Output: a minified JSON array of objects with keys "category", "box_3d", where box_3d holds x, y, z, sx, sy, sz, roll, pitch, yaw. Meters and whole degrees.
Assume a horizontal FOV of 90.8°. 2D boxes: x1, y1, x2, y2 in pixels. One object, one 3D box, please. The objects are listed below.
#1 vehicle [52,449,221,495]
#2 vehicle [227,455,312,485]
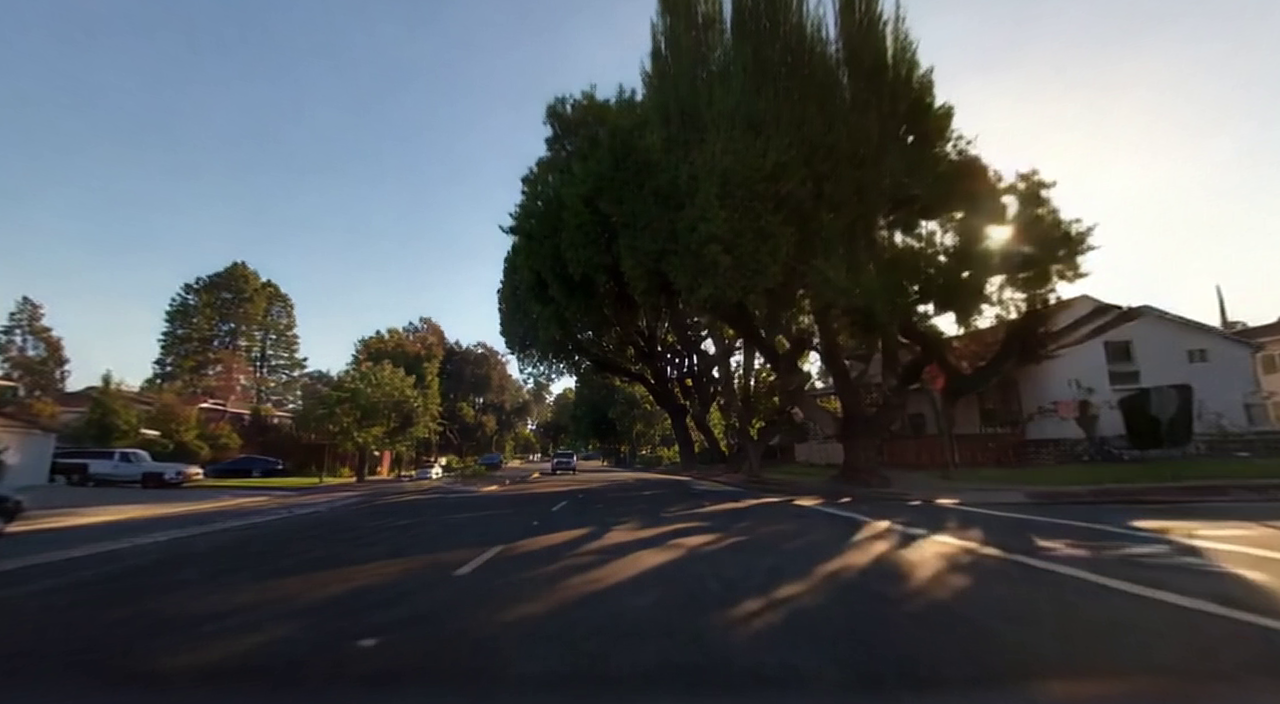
[{"category":"vehicle","box_3d":[-23.092,5.484,29.164,5.784,2.004,2.199,0,-8,-1]},{"category":"vehicle","box_3d":[-22.116,7.015,37.803,3.832,1.683,1.877,1,-9,-7]}]
